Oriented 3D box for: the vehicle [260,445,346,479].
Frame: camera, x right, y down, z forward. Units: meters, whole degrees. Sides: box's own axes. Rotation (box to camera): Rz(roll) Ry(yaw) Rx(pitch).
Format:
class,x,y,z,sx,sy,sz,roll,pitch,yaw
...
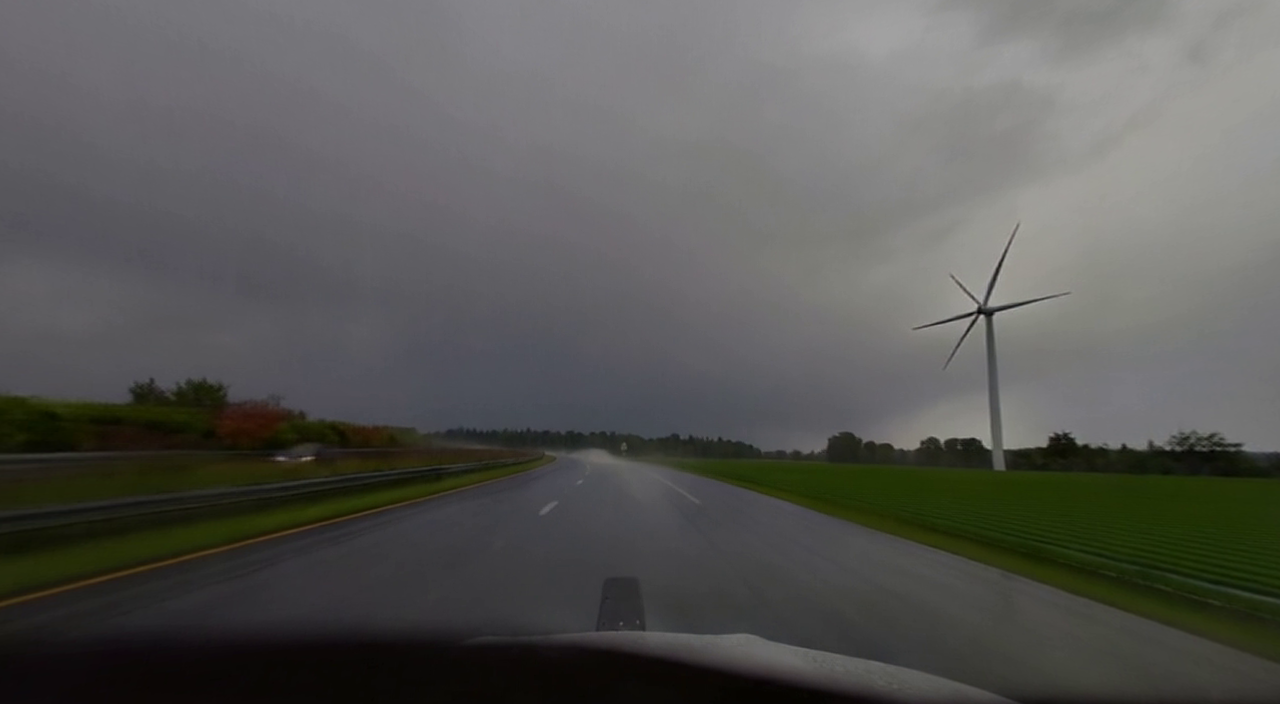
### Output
class,x,y,z,sx,sy,sz,roll,pitch,yaw
vehicle,-16.355,5.362,30.910,1.904,1.499,4.422,0,-9,-3
